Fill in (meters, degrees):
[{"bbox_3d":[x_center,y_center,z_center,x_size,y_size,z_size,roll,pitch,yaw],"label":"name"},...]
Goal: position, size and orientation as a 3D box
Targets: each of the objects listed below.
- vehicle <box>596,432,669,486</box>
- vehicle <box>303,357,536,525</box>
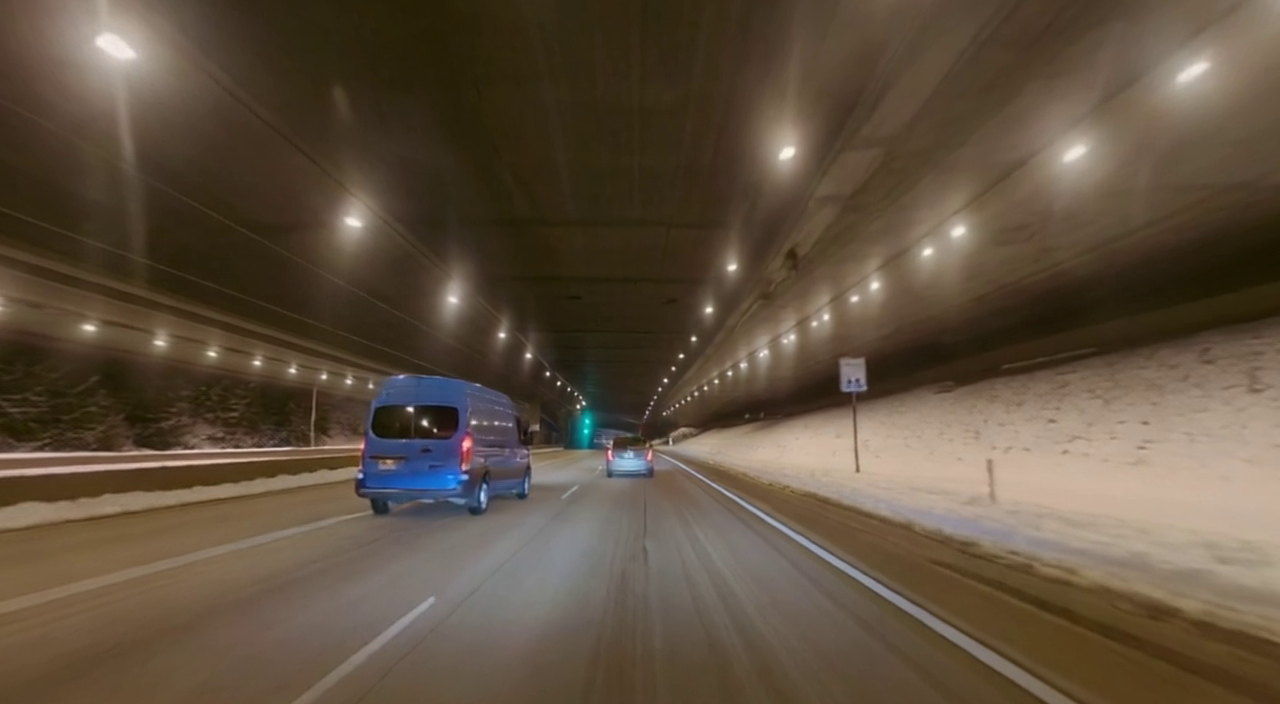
[{"bbox_3d":[-0.214,3.391,20.363,2.095,1.553,4.069,0,-8,0],"label":"vehicle"},{"bbox_3d":[-3.683,1.661,11.940,2.404,2.459,5.229,0,-8,1],"label":"vehicle"}]
